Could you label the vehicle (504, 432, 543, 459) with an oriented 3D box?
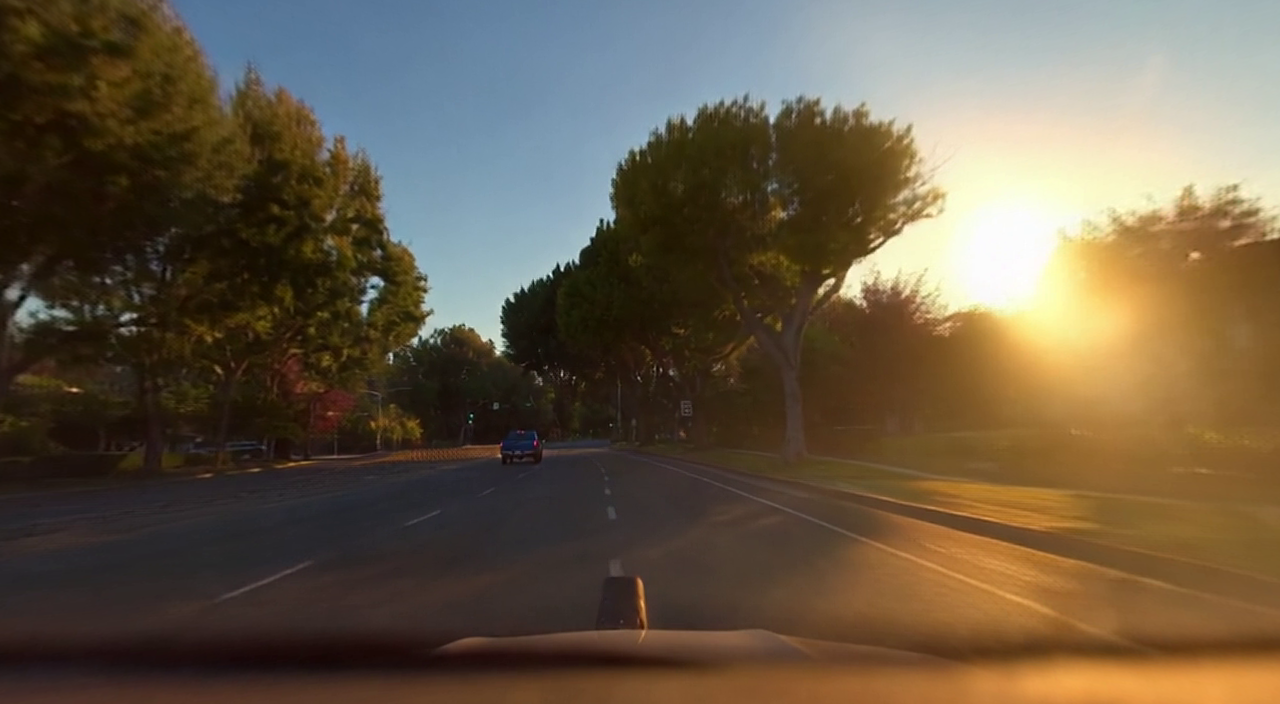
[{"bbox_3d":[-8.458,6.911,46.590,2.267,1.849,6.402,1,-9,-6],"label":"vehicle"}]
